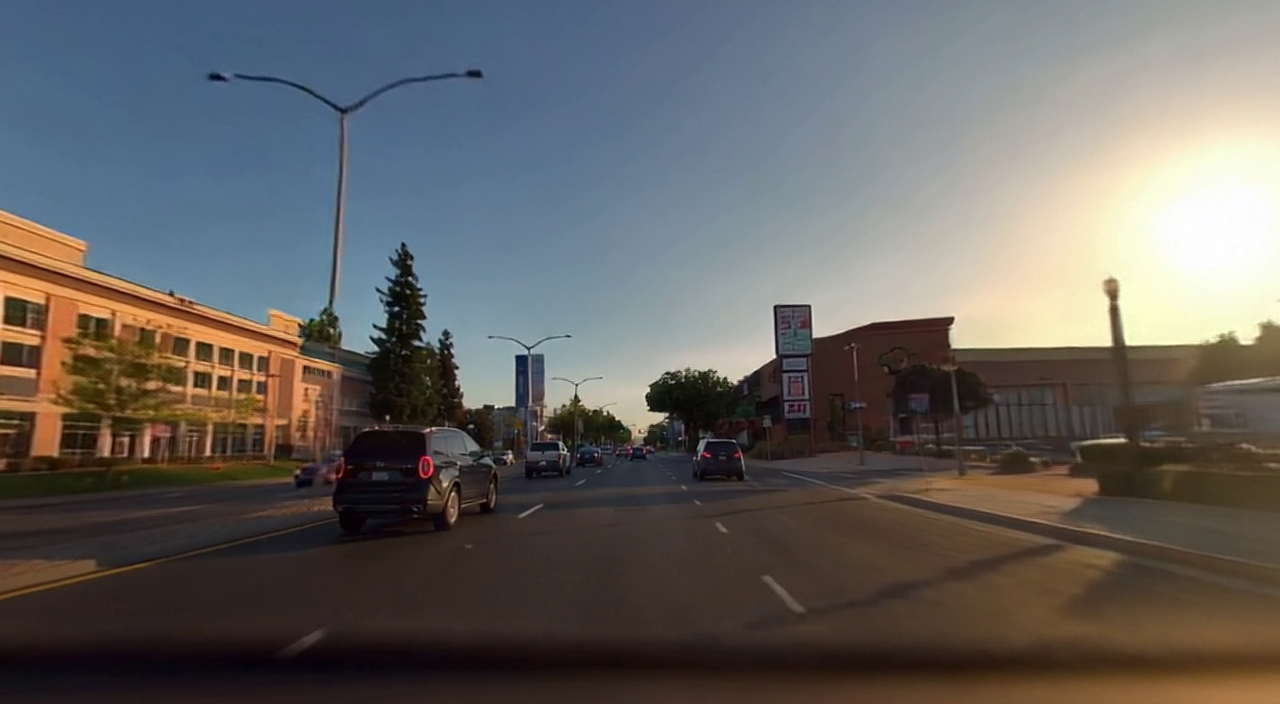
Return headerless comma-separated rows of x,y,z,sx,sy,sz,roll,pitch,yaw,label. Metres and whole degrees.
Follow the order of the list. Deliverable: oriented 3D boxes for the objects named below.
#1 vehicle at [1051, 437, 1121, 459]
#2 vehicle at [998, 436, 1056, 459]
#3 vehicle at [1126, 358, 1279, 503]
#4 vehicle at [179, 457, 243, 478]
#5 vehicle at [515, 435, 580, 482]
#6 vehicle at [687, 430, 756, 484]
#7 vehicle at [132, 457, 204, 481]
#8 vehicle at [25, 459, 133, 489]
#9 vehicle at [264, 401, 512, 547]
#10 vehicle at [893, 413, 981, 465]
30.638,6.613,43.259,1.735,1.478,4.040,0,-9,-2,vehicle
30.108,7.450,48.981,1.830,1.651,3.967,0,-8,-2,vehicle
15.753,1.792,14.287,2.642,3.252,8.515,0,-8,1,vehicle
-31.164,8.403,45.650,3.686,1.382,1.629,6,-11,-36,vehicle
-3.773,4.424,26.364,2.014,1.775,4.404,0,-9,1,vehicle
3.082,4.081,24.673,2.024,1.921,4.431,0,-9,-1,vehicle
-31.251,7.732,41.684,3.607,1.428,1.639,6,-10,-33,vehicle
-31.111,6.734,35.004,4.266,1.457,1.832,7,-11,-39,vehicle
-3.852,1.982,10.818,2.210,1.925,4.838,0,-9,0,vehicle
21.745,6.480,46.426,2.758,3.509,7.034,0,-9,-2,vehicle
